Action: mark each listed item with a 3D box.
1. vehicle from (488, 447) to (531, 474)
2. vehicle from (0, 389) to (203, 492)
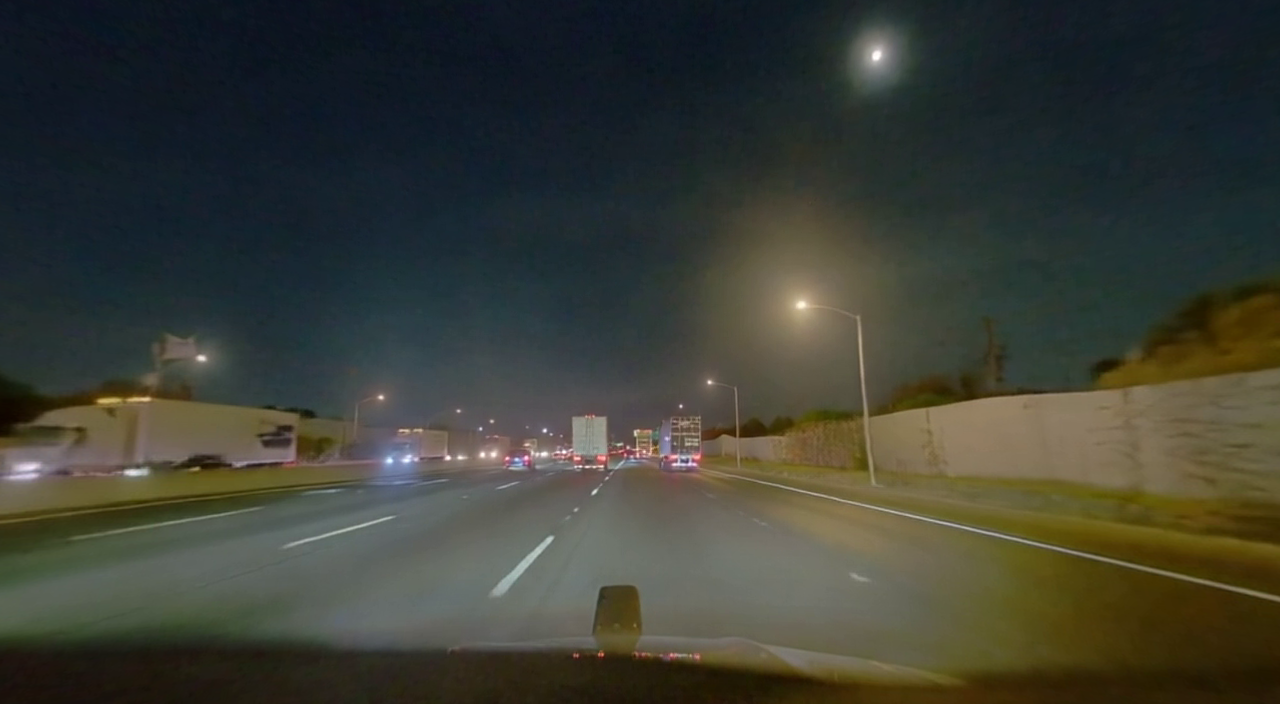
[{"bbox_3d":[-8.665,7.236,42.345,2.132,1.679,4.045,0,-9,-2],"label":"vehicle"},{"bbox_3d":[-23.349,3.865,27.463,3.008,3.765,8.086,0,-9,-1],"label":"vehicle"}]
